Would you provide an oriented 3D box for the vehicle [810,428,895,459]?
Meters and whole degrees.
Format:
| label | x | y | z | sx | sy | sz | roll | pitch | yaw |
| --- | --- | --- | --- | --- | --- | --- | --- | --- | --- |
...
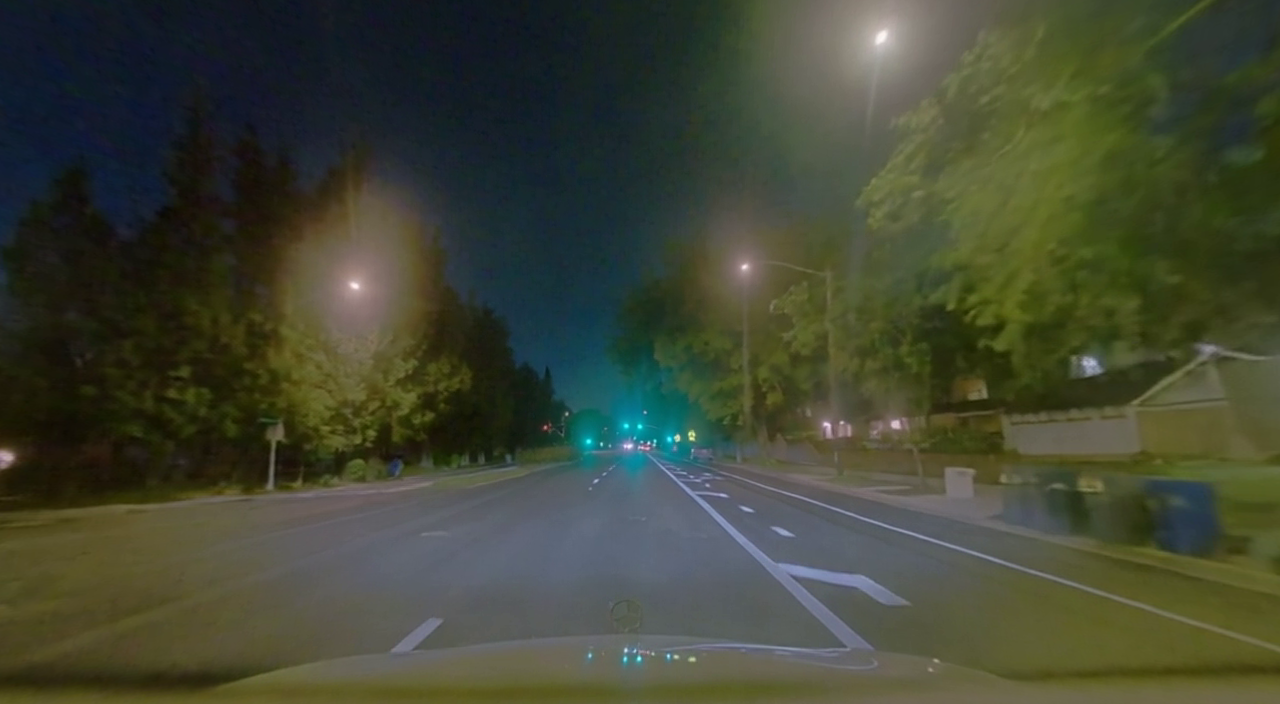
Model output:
| label | x | y | z | sx | sy | sz | roll | pitch | yaw |
| --- | --- | --- | --- | --- | --- | --- | --- | --- | --- |
| vehicle | 15.079 | 6.552 | 45.033 | 5.136 | 1.795 | 2.244 | -4 | -9 | -3 |

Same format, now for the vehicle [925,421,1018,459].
| label | x | y | z | sx | sy | sz | roll | pitch | yaw |
| --- | --- | --- | --- | --- | --- | --- | --- | --- | --- |
| vehicle | 15.048 | 4.083 | 29.012 | 1.908 | 1.610 | 4.582 | 0 | -9 | 2 |
